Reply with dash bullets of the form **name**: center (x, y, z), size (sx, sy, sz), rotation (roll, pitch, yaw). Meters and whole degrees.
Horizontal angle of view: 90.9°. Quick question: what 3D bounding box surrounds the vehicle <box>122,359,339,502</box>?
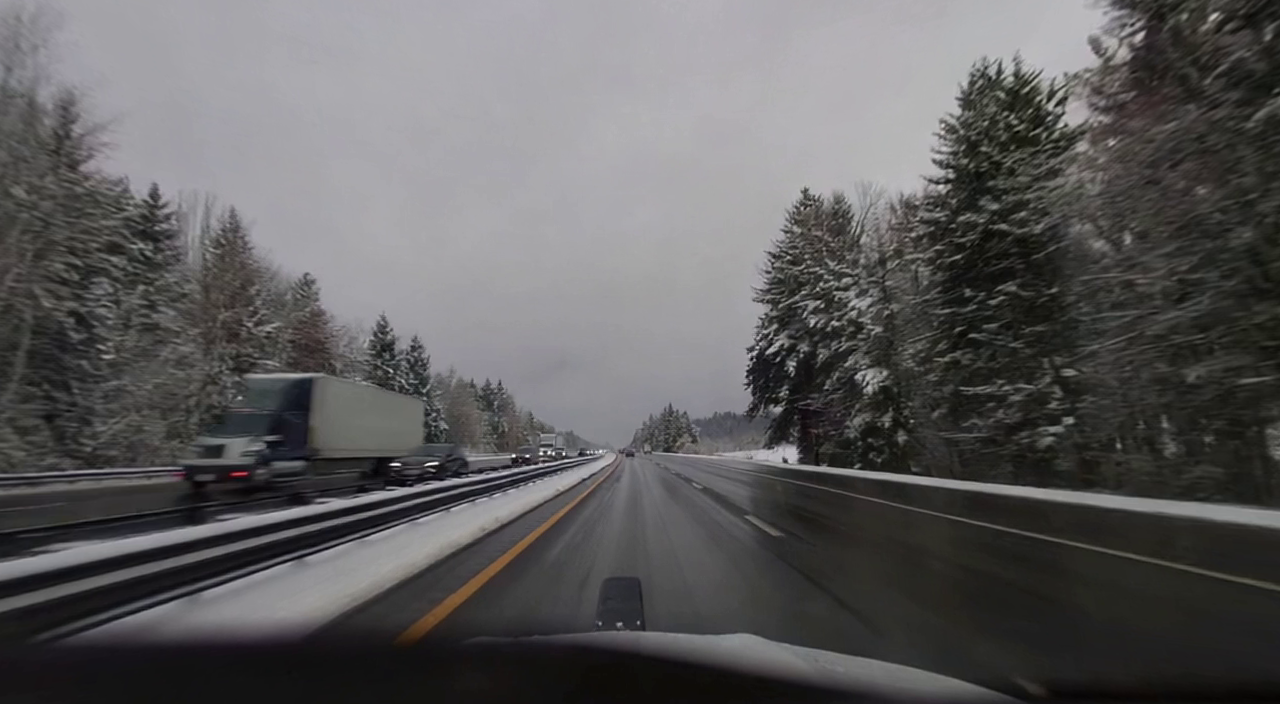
- **vehicle**: center (-12.881, 2.640, 20.649), size (2.927, 4.012, 5.823), rotation (0, -9, 0)

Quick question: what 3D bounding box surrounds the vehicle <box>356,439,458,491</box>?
- **vehicle**: center (-8.293, 4.044, 22.884), size (2.079, 1.693, 4.226), rotation (0, -9, 0)
